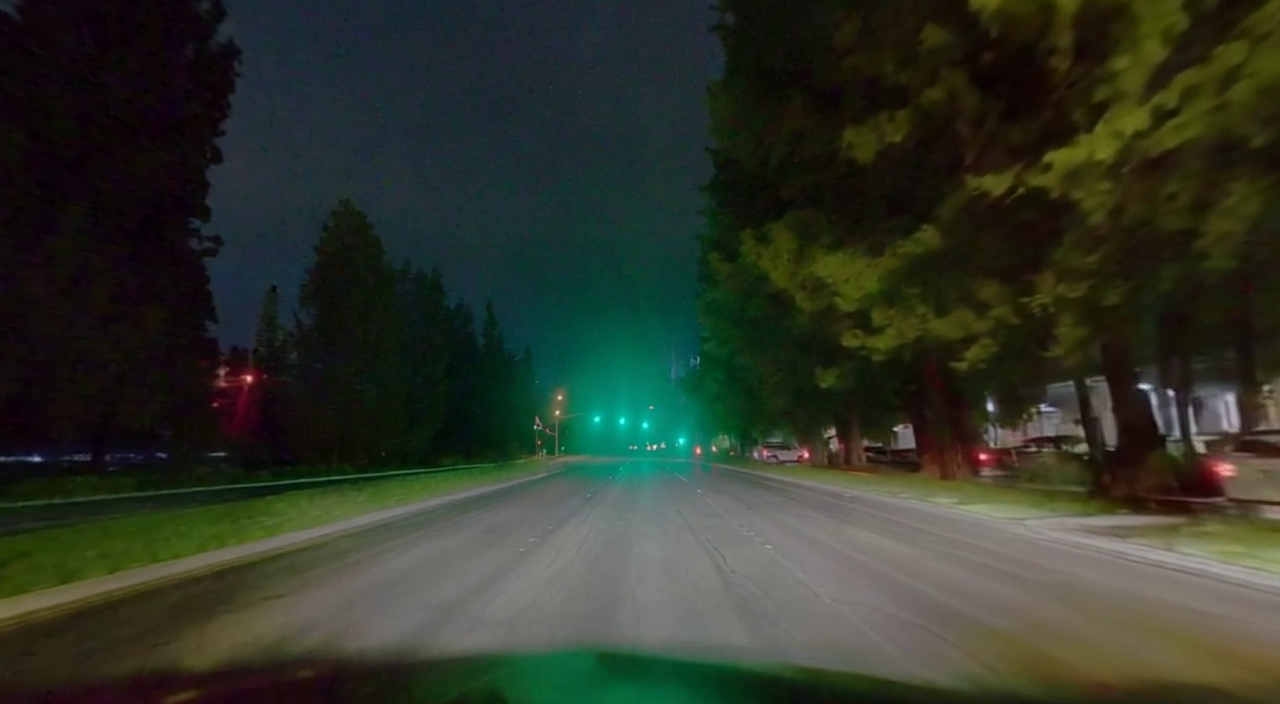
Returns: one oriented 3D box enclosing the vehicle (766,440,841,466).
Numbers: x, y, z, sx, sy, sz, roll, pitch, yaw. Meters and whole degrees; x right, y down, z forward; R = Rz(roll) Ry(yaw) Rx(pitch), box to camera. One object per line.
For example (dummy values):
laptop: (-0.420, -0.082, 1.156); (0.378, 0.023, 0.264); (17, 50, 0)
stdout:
vehicle: (11.638, 7.232, 45.115); (4.721, 1.796, 2.413); (0, -8, 0)
